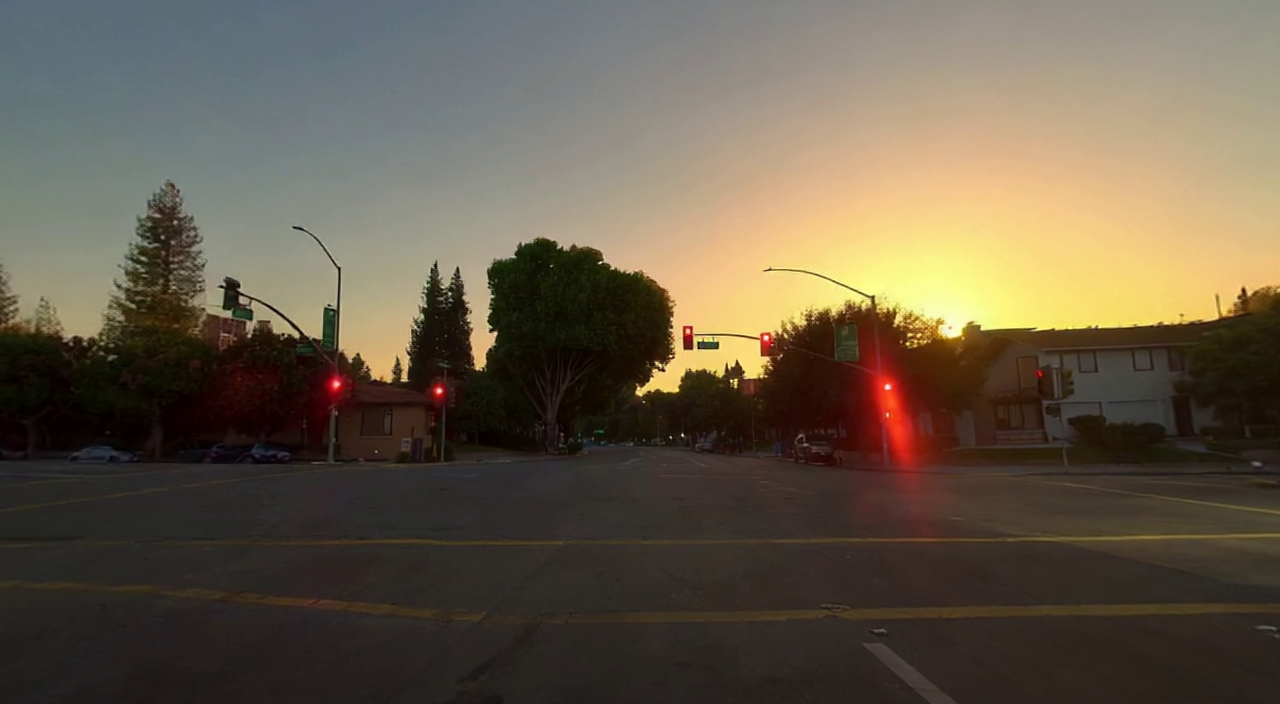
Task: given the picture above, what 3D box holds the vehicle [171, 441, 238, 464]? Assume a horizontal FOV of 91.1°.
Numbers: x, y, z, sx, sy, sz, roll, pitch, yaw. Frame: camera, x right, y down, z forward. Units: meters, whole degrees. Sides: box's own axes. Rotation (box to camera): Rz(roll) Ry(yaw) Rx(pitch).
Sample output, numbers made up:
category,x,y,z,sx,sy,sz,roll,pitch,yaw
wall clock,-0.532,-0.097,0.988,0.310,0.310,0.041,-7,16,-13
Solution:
category,x,y,z,sx,sy,sz,roll,pitch,yaw
vehicle,-29.104,6.718,42.084,1.696,1.431,3.686,-1,-8,3
